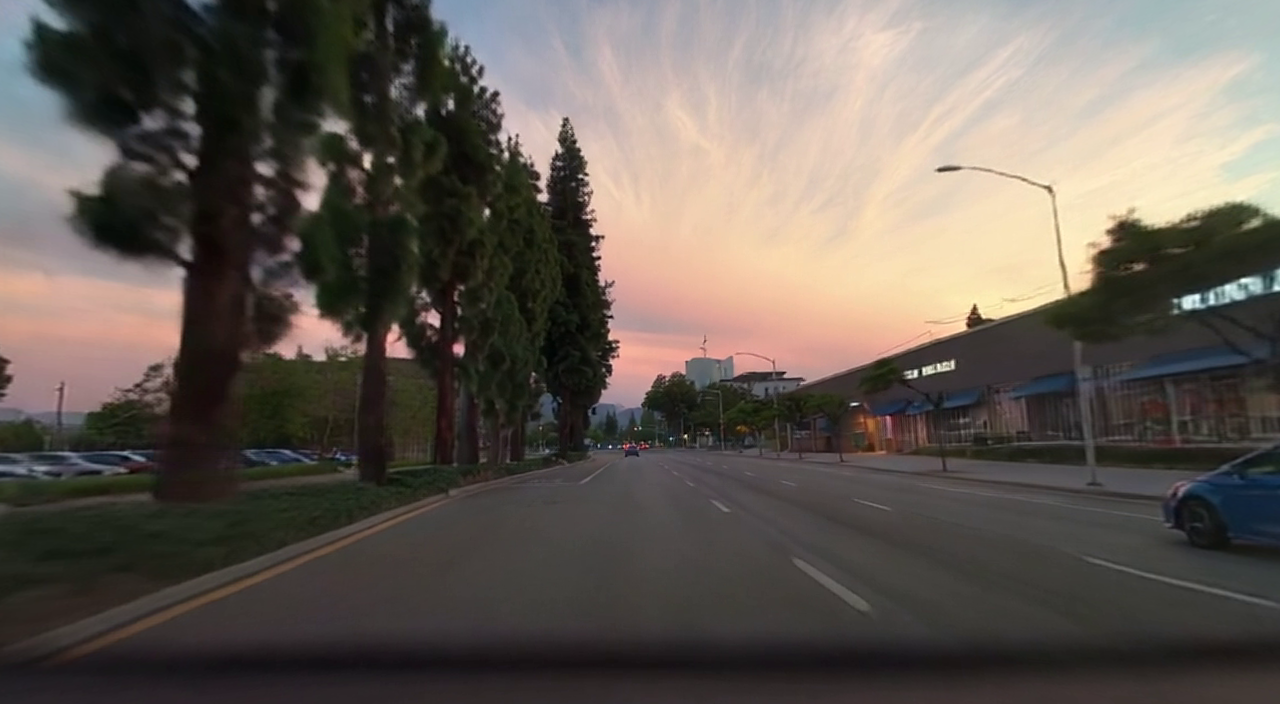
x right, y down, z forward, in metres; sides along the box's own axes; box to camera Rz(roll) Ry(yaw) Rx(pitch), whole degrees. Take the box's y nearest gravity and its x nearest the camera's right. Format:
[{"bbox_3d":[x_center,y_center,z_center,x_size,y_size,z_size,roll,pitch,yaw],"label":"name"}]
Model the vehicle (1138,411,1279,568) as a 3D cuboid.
[{"bbox_3d":[7.699,1.386,6.249,1.918,1.632,4.368,0,-8,0],"label":"vehicle"}]
